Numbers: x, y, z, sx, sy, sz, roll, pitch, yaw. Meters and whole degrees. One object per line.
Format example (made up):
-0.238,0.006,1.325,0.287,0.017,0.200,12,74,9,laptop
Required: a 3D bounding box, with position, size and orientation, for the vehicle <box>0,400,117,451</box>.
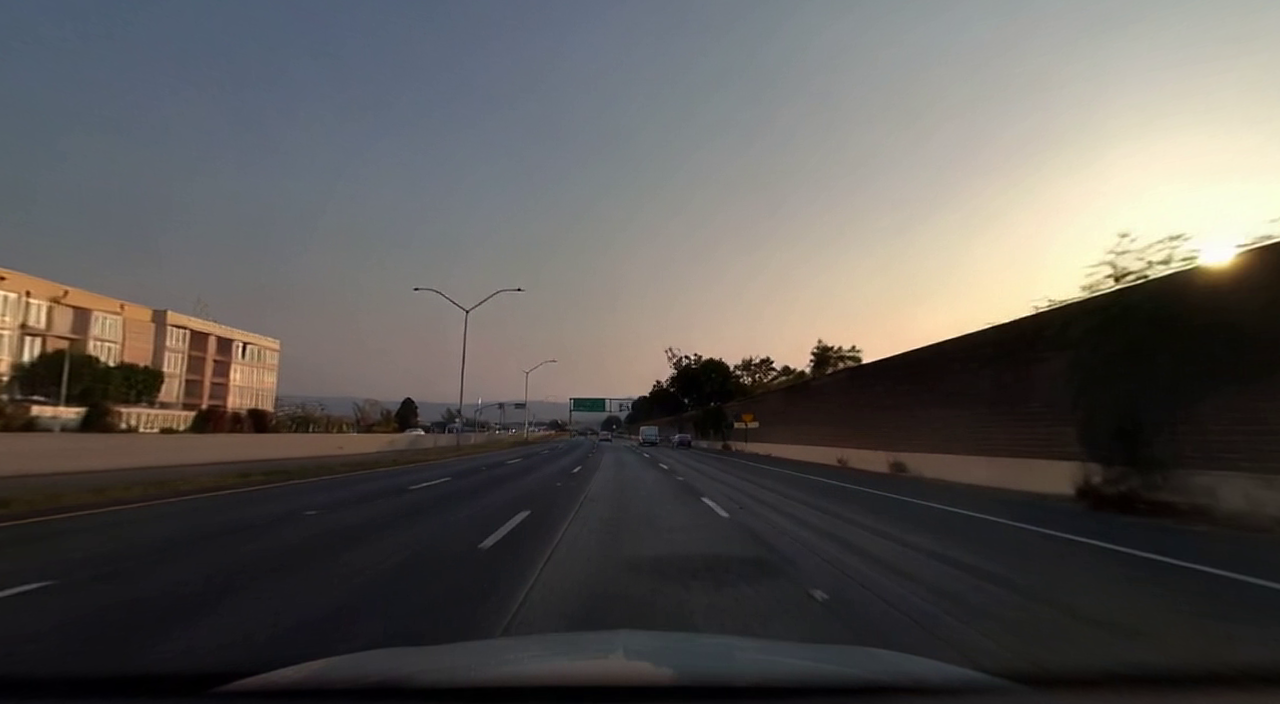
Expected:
-48.207,5.436,46.429,3.104,3.645,18.718,0,-9,0,vehicle
